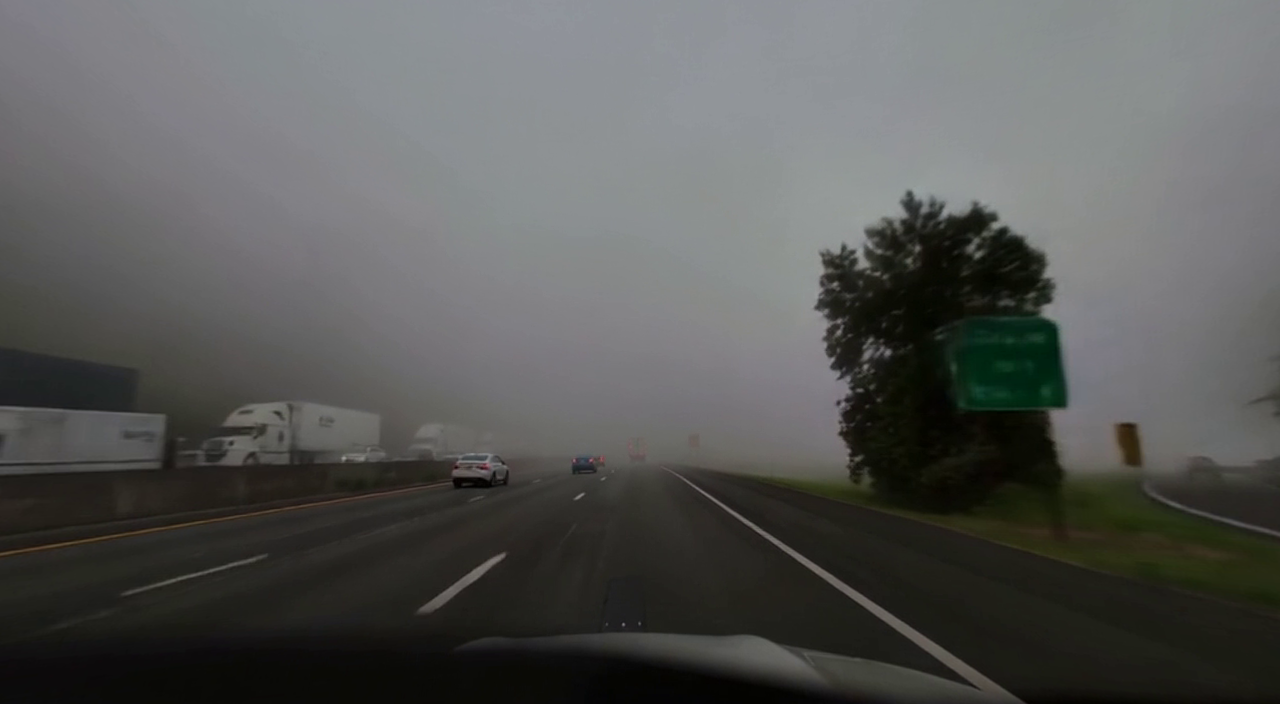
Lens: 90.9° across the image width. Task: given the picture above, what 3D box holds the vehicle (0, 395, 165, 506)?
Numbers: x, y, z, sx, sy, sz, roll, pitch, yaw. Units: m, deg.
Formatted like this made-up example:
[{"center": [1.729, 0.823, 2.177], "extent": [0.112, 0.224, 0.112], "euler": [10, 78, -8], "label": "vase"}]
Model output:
[{"center": [-15.202, 2.400, 15.336], "extent": [2.527, 2.391, 5.963], "euler": [0, -9, 0], "label": "vehicle"}]

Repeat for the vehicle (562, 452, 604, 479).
[{"center": [-3.368, 6.764, 37.822], "extent": [2.076, 1.453, 4.094], "euler": [0, -9, 1], "label": "vehicle"}]

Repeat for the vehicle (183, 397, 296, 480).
[{"center": [-18.737, 4.093, 29.771], "extent": [2.922, 3.673, 3.310], "euler": [0, -9, 0], "label": "vehicle"}]

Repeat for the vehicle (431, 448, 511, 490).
[{"center": [-7.282, 5.067, 27.721], "extent": [2.122, 1.685, 4.714], "euler": [0, -9, 1], "label": "vehicle"}]

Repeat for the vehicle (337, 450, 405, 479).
[{"center": [-14.370, 6.007, 33.865], "extent": [1.865, 1.456, 4.034], "euler": [0, -9, 0], "label": "vehicle"}]
